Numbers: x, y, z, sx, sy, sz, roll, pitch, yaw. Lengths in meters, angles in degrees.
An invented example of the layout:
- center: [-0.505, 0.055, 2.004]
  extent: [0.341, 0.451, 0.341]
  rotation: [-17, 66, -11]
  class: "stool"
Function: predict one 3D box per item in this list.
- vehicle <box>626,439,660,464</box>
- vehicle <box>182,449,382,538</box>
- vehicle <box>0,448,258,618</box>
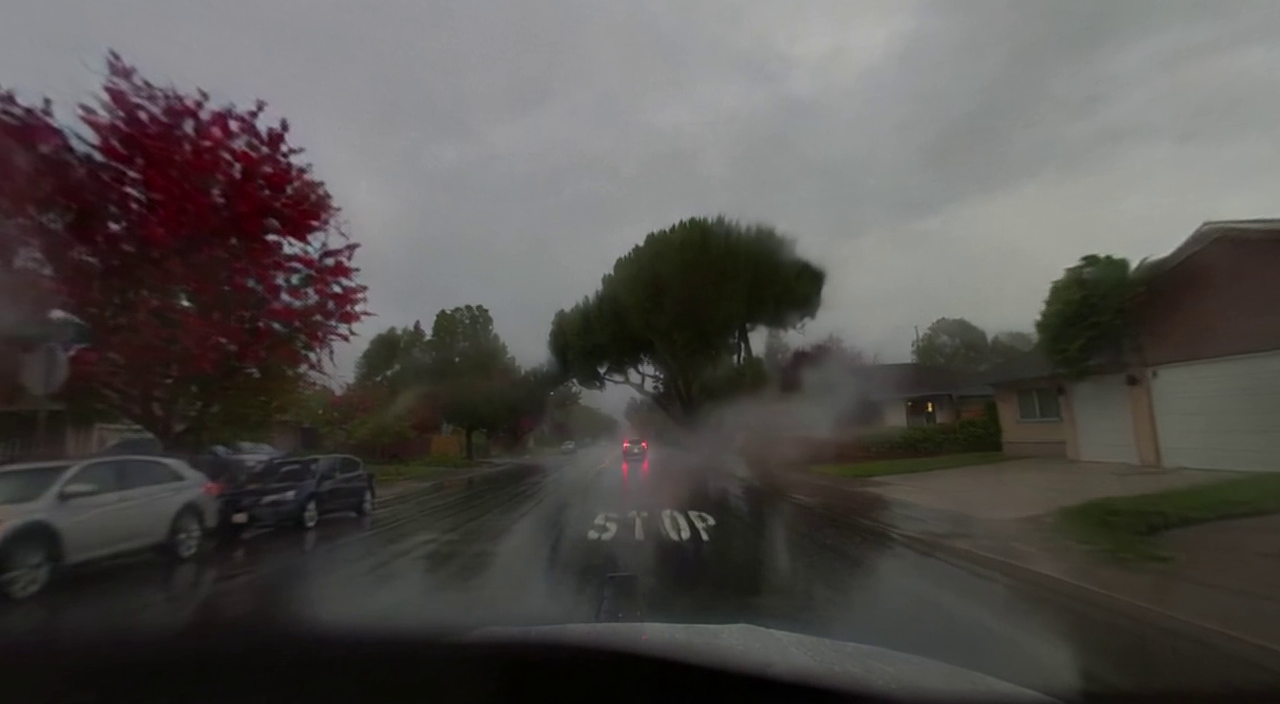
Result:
- center: [0.206, 6.369, 40.441]
  extent: [2.043, 1.484, 4.340]
  rotation: [0, -8, 0]
  class: "vehicle"
- center: [-6.971, 2.736, 12.826]
  extent: [1.789, 1.481, 3.957]
  rotation: [0, -8, -1]
  class: "vehicle"
- center: [-6.968, 1.945, 7.589]
  extent: [1.972, 1.543, 4.622]
  rotation: [0, -8, -2]
  class: "vehicle"
